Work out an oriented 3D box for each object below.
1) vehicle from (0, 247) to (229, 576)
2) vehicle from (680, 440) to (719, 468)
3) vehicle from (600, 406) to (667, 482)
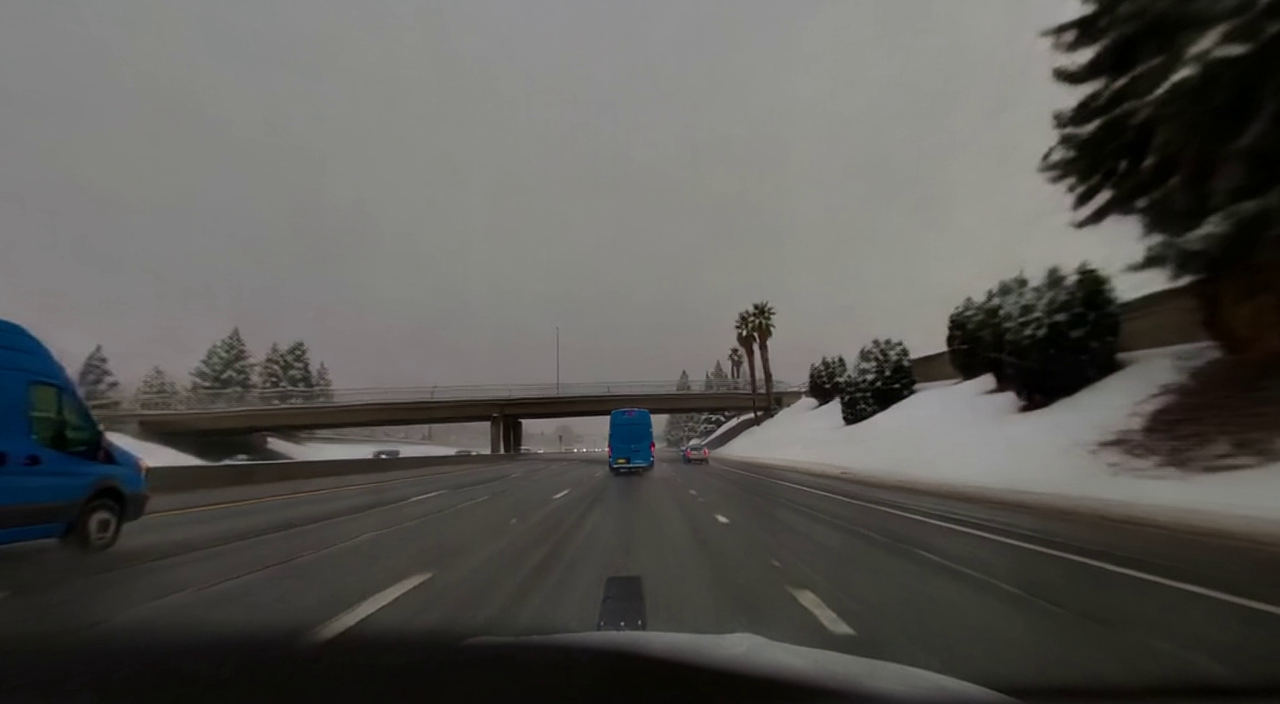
[{"bbox_3d":[-7.708,0.575,5.800,2.965,3.178,7.188,-2,-9,0],"label":"vehicle"},{"bbox_3d":[3.653,6.314,39.000,1.987,1.648,3.984,0,-8,-1],"label":"vehicle"},{"bbox_3d":[-0.141,3.836,26.209,2.476,2.776,5.598,0,-8,2],"label":"vehicle"}]
